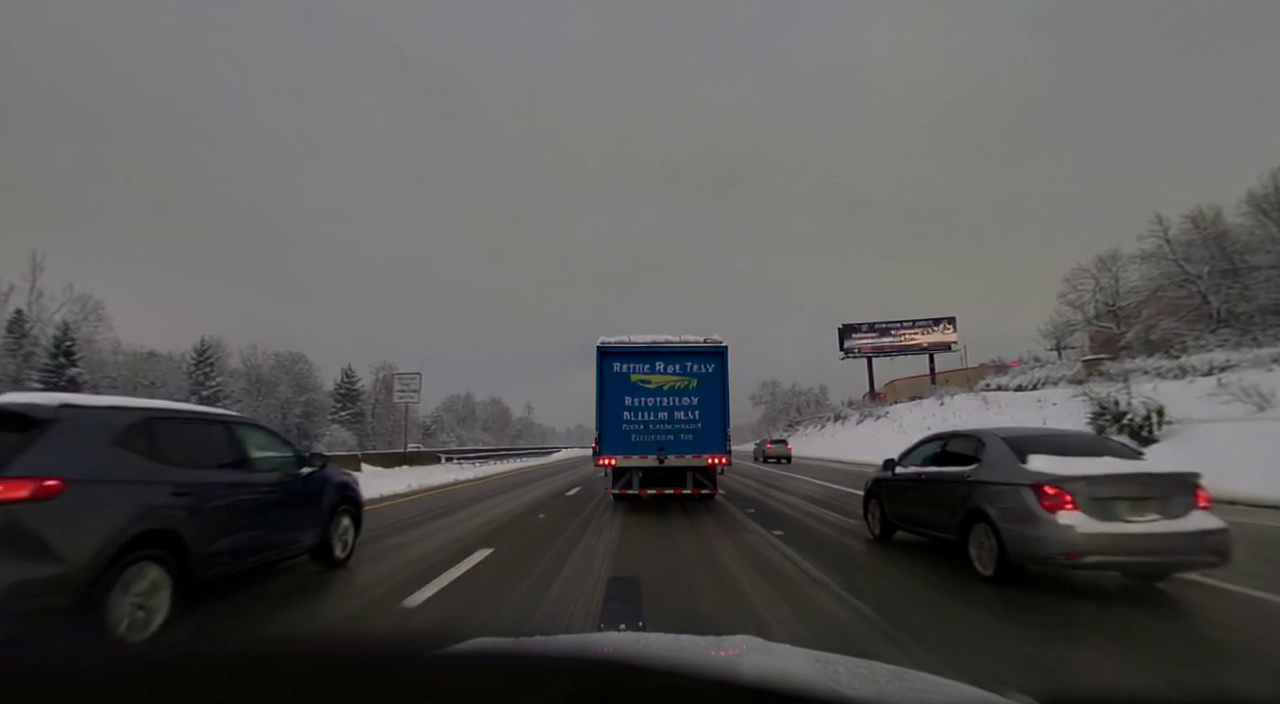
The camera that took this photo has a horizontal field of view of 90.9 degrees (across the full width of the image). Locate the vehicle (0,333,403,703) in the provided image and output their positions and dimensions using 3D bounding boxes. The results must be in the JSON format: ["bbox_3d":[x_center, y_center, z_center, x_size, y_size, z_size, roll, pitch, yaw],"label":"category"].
[{"bbox_3d":[-3.657,1.073,4.545,2.030,1.757,4.509,0,-8,2],"label":"vehicle"}]

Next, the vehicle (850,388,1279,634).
[{"bbox_3d":[3.976,1.406,6.613,2.066,1.692,4.339,0,-8,1],"label":"vehicle"}]

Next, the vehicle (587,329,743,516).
[{"bbox_3d":[0.622,1.825,15.508,2.733,3.296,8.571,0,-8,3],"label":"vehicle"}]

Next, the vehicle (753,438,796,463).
[{"bbox_3d":[8.343,6.133,39.491,1.931,1.495,3.889,0,-8,2],"label":"vehicle"}]
